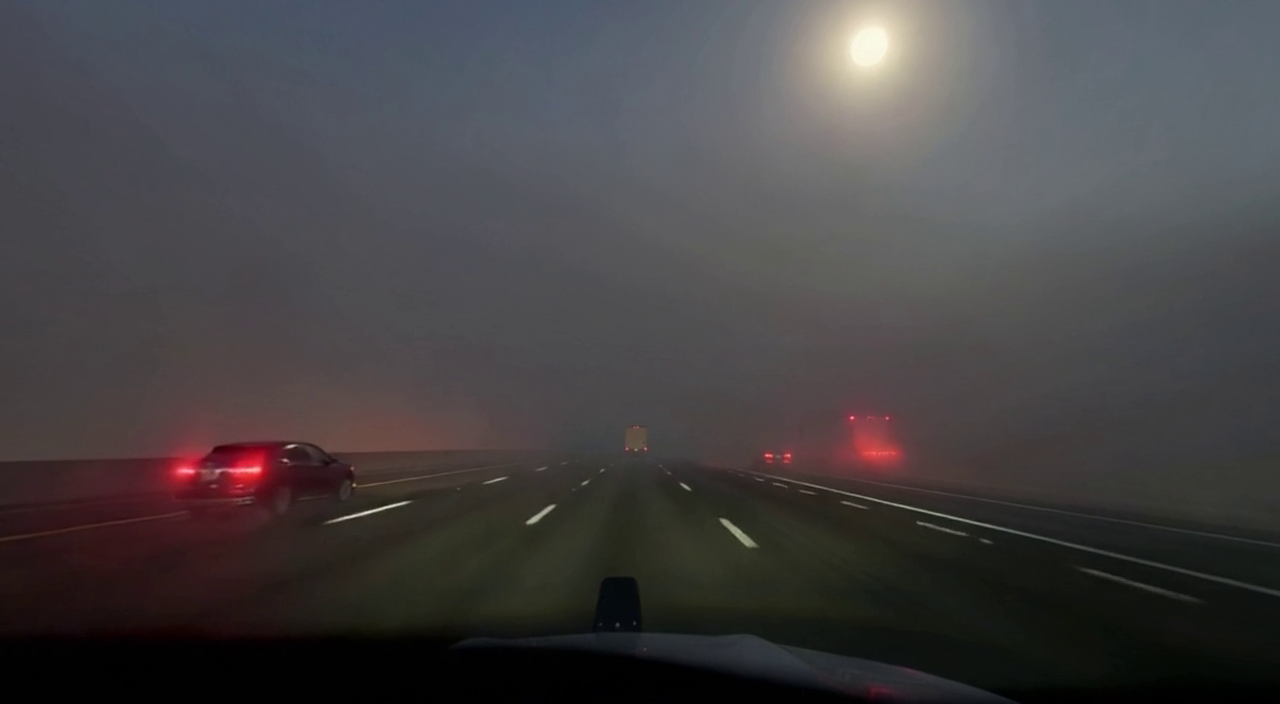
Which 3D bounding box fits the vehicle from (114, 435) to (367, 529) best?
[{"bbox_3d":[-7.721,2.528,12.990,2.005,1.545,4.874,0,-9,0],"label":"vehicle"}]
